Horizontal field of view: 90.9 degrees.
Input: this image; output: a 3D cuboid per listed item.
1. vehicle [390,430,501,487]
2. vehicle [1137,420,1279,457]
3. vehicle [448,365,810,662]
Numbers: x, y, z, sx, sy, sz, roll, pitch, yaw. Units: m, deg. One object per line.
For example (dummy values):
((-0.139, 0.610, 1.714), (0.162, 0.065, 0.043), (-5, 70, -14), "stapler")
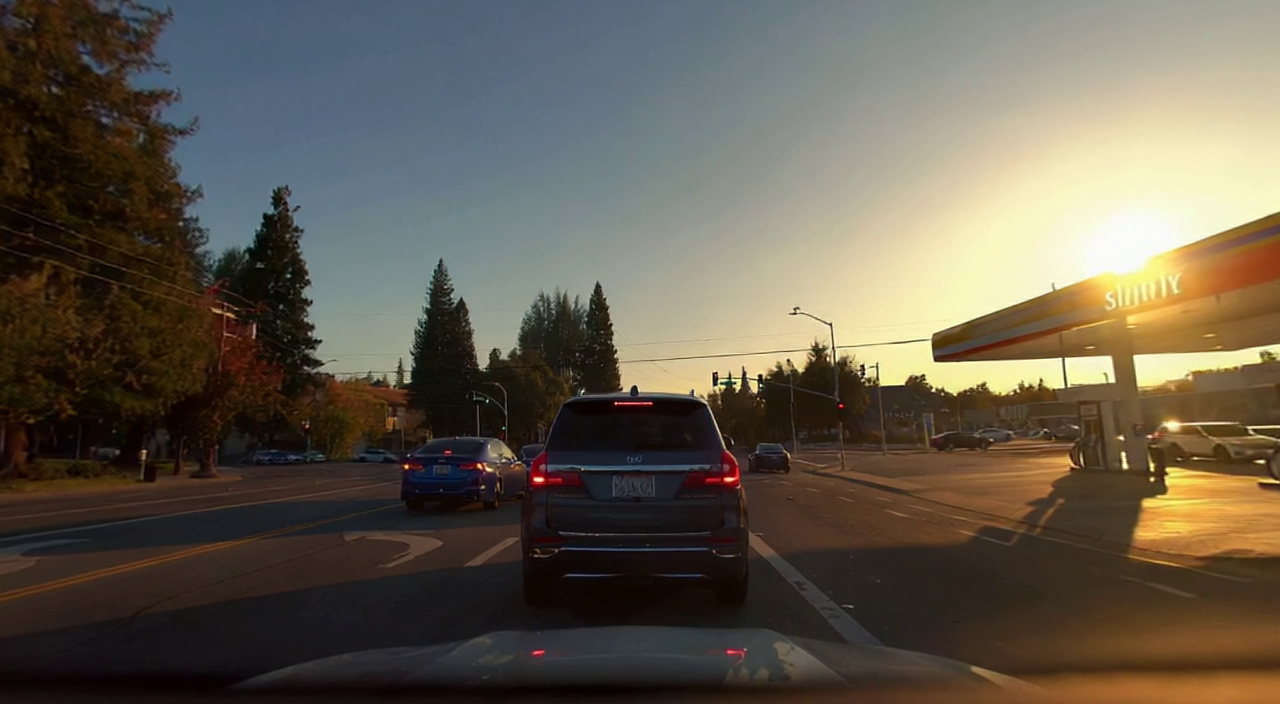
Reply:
((-6.646, 3.710, 22.178), (2.065, 1.753, 4.525), (-1, -9, 6), "vehicle")
((25.956, 3.964, 28.776), (4.551, 1.616, 1.973), (-2, -9, 11), "vehicle")
((0.011, 1.316, 6.134), (2.236, 1.819, 4.291), (-1, -9, 2), "vehicle")
